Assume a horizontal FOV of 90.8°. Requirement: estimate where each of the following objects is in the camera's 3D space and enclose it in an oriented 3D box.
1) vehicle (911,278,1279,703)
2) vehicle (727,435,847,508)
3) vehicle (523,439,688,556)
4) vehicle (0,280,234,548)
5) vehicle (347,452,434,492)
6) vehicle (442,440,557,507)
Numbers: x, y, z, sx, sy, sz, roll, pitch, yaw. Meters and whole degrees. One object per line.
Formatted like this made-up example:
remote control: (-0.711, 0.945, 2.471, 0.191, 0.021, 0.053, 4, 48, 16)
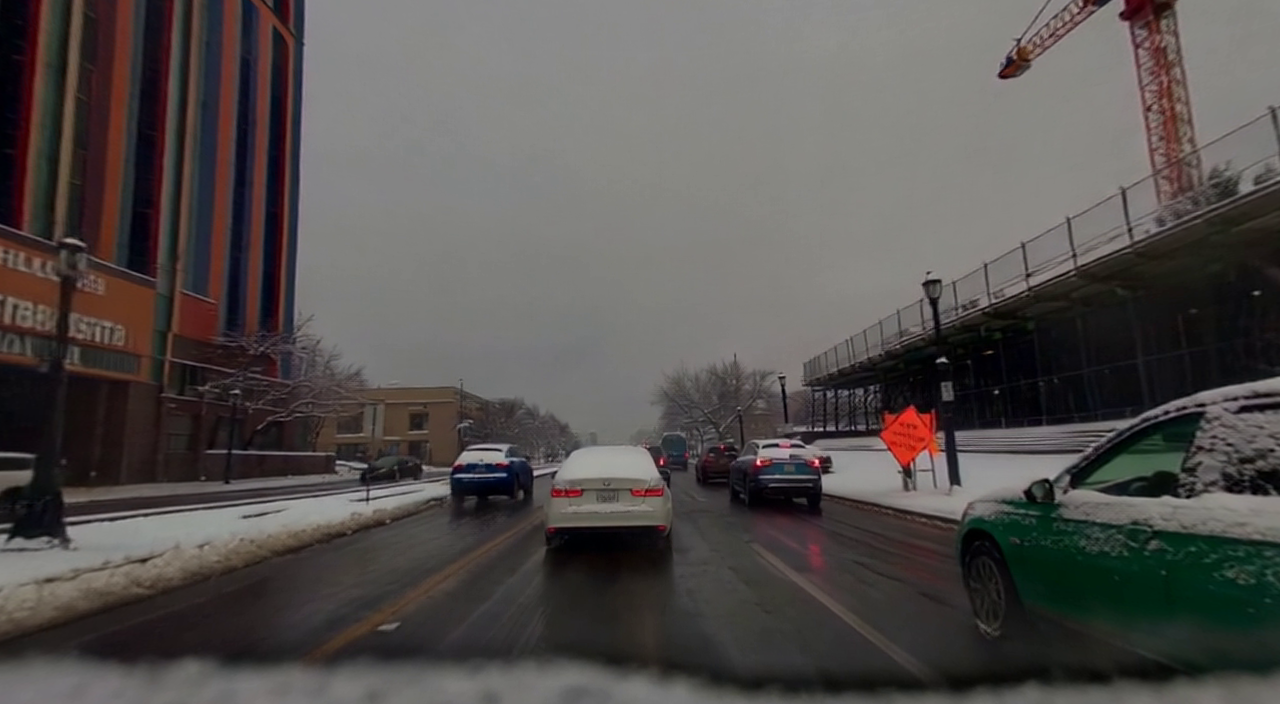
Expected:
vehicle: (3.467, 0.789, 2.848, 2.182, 1.954, 5.341, 0, -8, 1)
vehicle: (3.992, 3.321, 18.147, 2.185, 1.797, 4.934, 0, -8, -1)
vehicle: (-0.399, 2.200, 10.328, 2.131, 1.496, 4.193, 0, -8, 1)
vehicle: (-9.111, 1.071, 10.158, 2.592, 3.548, 3.414, -2, -9, 4)
vehicle: (-12.422, 5.994, 31.883, 2.136, 1.764, 4.855, -1, -8, 4)
vehicle: (-3.907, 3.453, 18.489, 2.201, 1.691, 4.305, -1, -8, 3)
